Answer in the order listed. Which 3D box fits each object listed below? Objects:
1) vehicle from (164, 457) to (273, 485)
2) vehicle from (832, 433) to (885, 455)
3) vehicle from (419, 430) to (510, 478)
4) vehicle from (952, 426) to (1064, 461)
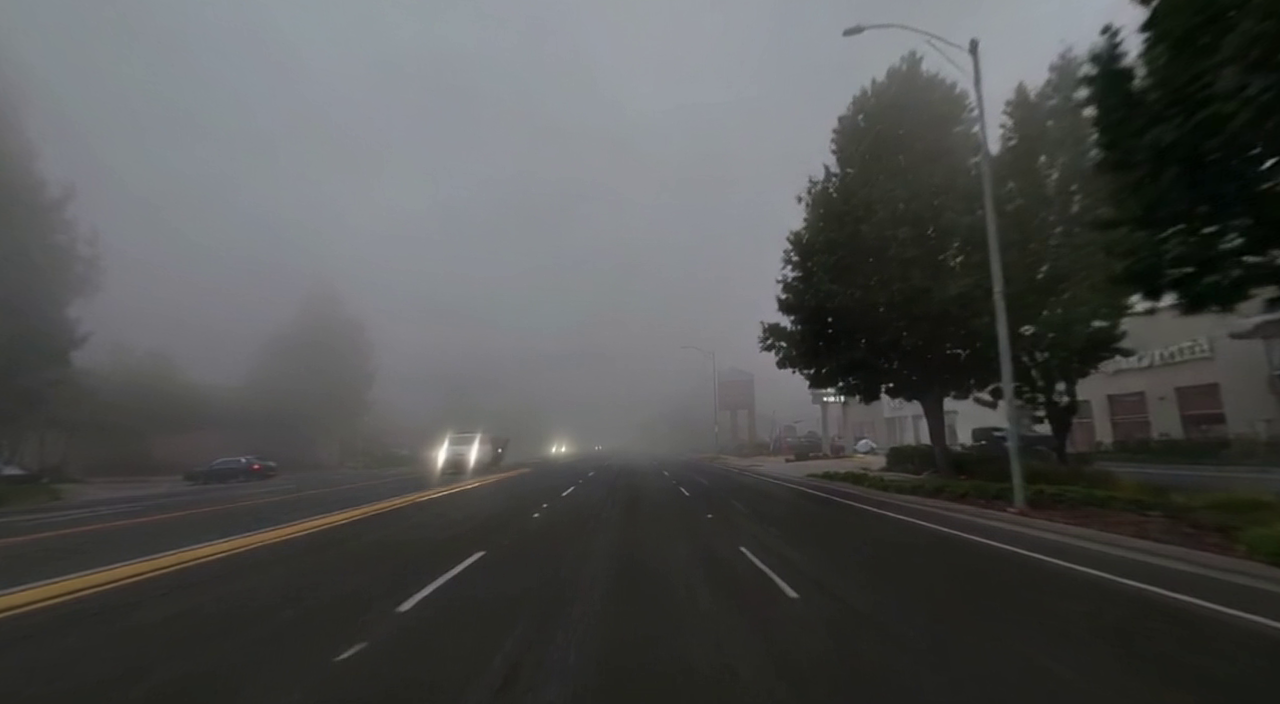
[{"bbox_3d":[-23.136,6.537,34.820,4.578,1.448,1.904,0,-8,-2],"label":"vehicle"},{"bbox_3d":[16.830,7.102,48.554,4.277,1.605,1.920,7,-11,-41],"label":"vehicle"},{"bbox_3d":[-7.616,4.516,28.250,2.452,1.905,6.188,0,-8,-1],"label":"vehicle"},{"bbox_3d":[16.747,4.164,28.750,4.647,1.514,1.891,4,-9,-23],"label":"vehicle"}]
